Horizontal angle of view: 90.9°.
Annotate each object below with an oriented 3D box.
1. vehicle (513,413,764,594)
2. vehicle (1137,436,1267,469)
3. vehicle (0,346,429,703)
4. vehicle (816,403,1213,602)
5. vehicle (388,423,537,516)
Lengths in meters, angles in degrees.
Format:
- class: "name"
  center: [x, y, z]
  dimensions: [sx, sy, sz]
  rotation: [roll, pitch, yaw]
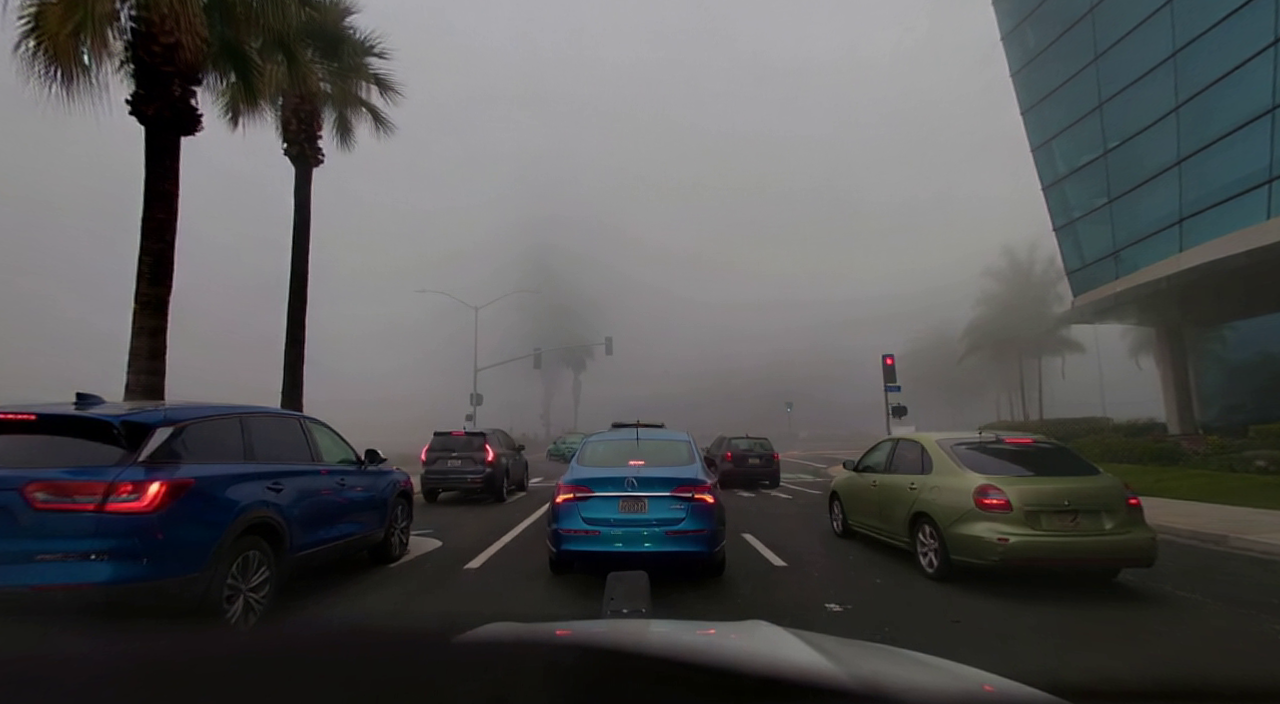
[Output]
- class: "vehicle"
  center: [-0.053, 1.664, 7.819]
  dimensions: [2.219, 1.586, 4.321]
  rotation: [0, -8, -1]
- class: "vehicle"
  center: [25.453, 4.553, 28.649]
  dimensions: [4.014, 1.417, 1.777]
  rotation: [-1, -8, 5]
- class: "vehicle"
  center: [-3.534, 1.168, 5.309]
  dimensions: [2.014, 1.775, 4.404]
  rotation: [0, -8, -1]
- class: "vehicle"
  center: [3.840, 1.620, 7.686]
  dimensions: [2.064, 1.696, 4.431]
  rotation: [0, -8, 0]
- class: "vehicle"
  center: [-3.462, 2.360, 13.075]
  dimensions: [1.917, 1.631, 3.768]
  rotation: [0, -8, 1]
